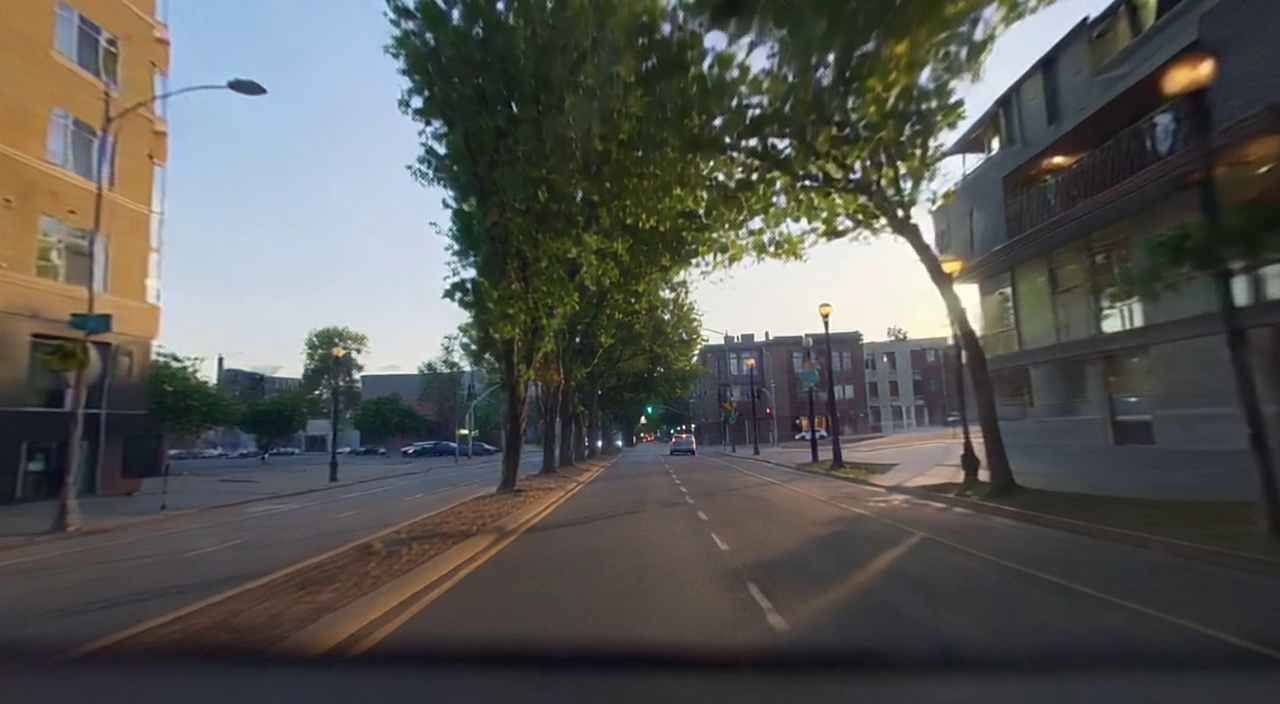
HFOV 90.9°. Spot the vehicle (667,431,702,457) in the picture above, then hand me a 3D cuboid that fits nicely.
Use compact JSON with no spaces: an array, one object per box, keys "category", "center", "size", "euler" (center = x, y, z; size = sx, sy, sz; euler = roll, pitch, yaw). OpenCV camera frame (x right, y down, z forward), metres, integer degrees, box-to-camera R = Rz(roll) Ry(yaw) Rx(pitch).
[{"category":"vehicle","center":[3.041,6.395,43.884],"size":[2.129,1.719,4.205],"euler":[0,-8,0]}]
